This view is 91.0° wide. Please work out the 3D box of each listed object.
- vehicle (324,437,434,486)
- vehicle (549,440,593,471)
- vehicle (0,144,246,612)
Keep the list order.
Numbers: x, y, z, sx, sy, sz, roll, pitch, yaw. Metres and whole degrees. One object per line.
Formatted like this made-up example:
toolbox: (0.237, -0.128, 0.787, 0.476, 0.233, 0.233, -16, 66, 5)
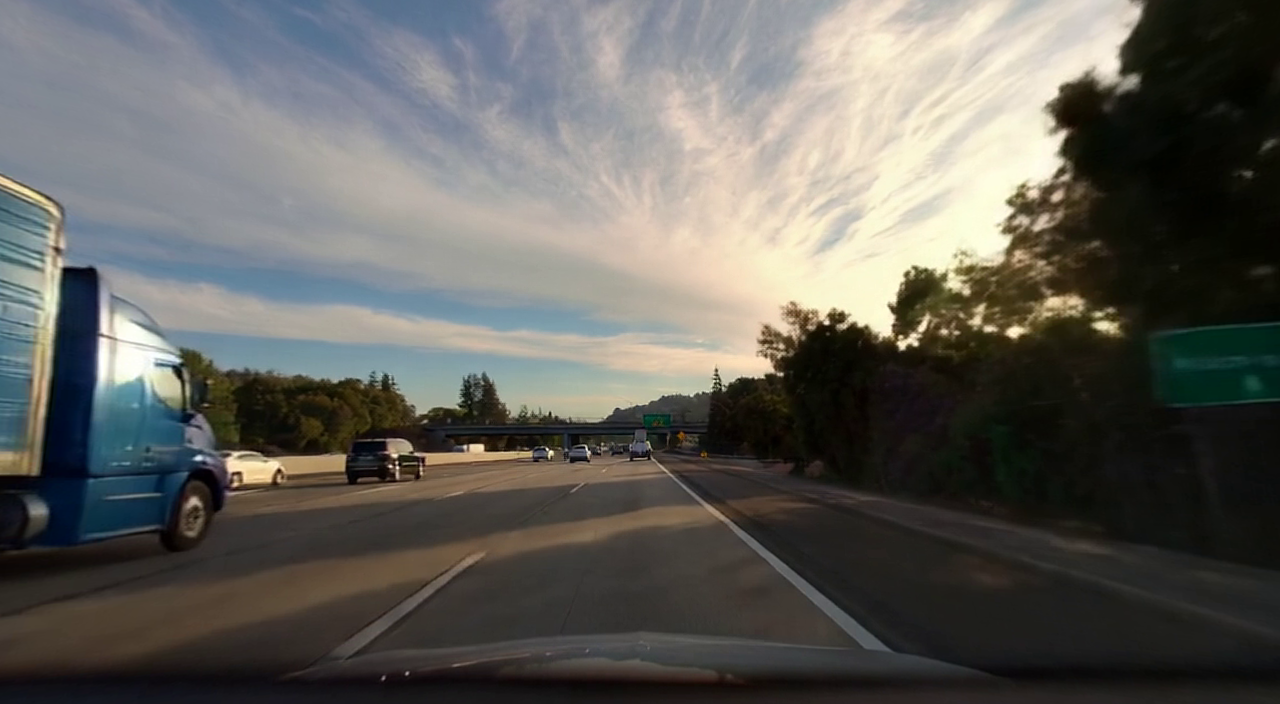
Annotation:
vehicle: (-10.327, 4.368, 25.497, 2.146, 1.764, 5.510, 0, -9, -1)
vehicle: (-4.027, 6.147, 37.481, 2.094, 1.695, 4.260, 0, -9, 1)
vehicle: (-7.005, -0.101, 3.190, 3.303, 3.868, 10.298, 0, -9, 0)
